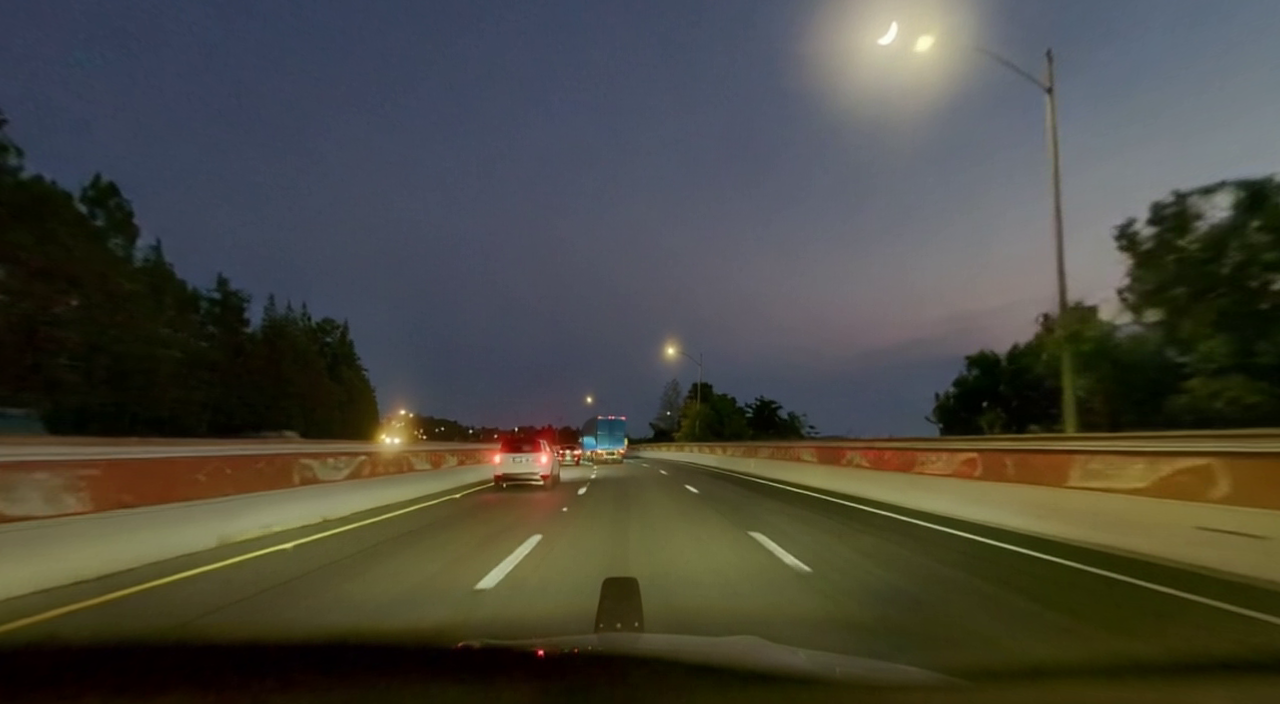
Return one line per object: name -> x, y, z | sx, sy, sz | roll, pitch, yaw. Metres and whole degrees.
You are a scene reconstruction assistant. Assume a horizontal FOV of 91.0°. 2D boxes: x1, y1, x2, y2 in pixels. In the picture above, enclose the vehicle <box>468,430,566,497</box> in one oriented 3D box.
vehicle -> -3.481, 3.245, 18.691 | 2.041, 1.734, 4.391 | 0, -9, 0
